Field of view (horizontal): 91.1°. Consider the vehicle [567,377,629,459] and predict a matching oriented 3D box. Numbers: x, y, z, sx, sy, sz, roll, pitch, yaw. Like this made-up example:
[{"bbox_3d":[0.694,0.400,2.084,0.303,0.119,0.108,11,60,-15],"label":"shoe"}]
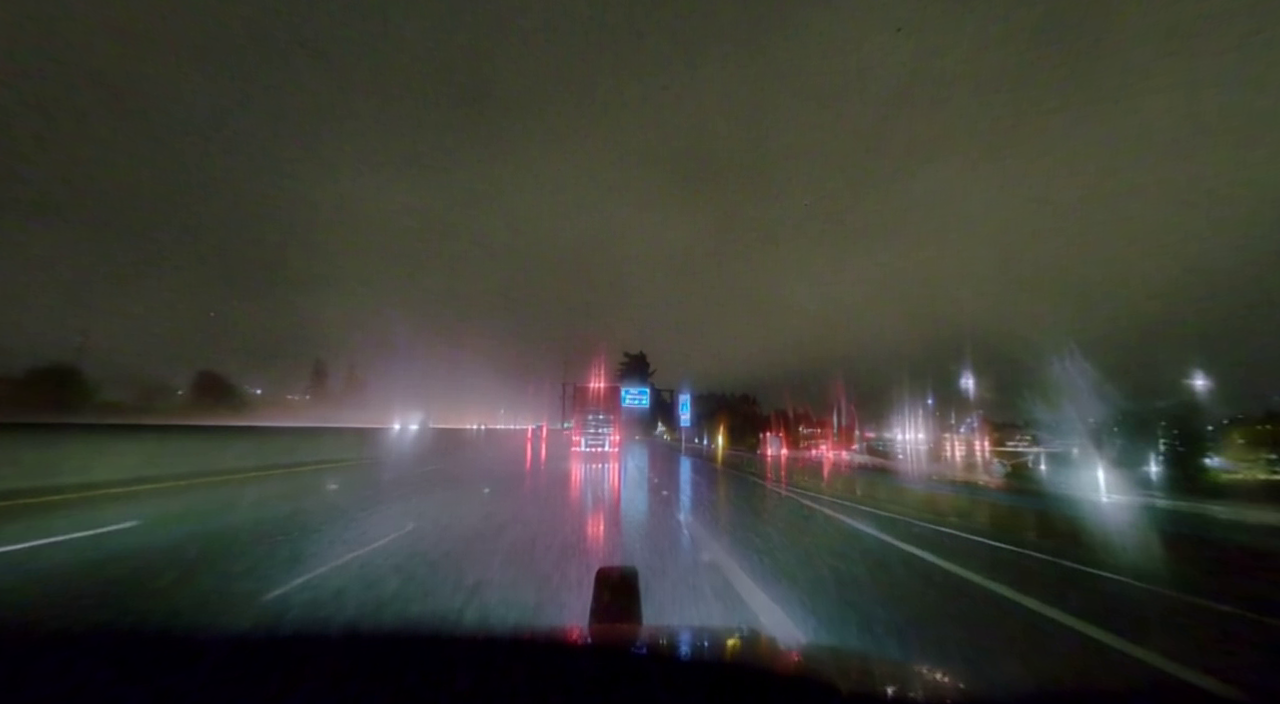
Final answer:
[{"bbox_3d":[-2.433,4.045,37.077,3.002,3.987,12.477,1,-8,-4],"label":"vehicle"}]
